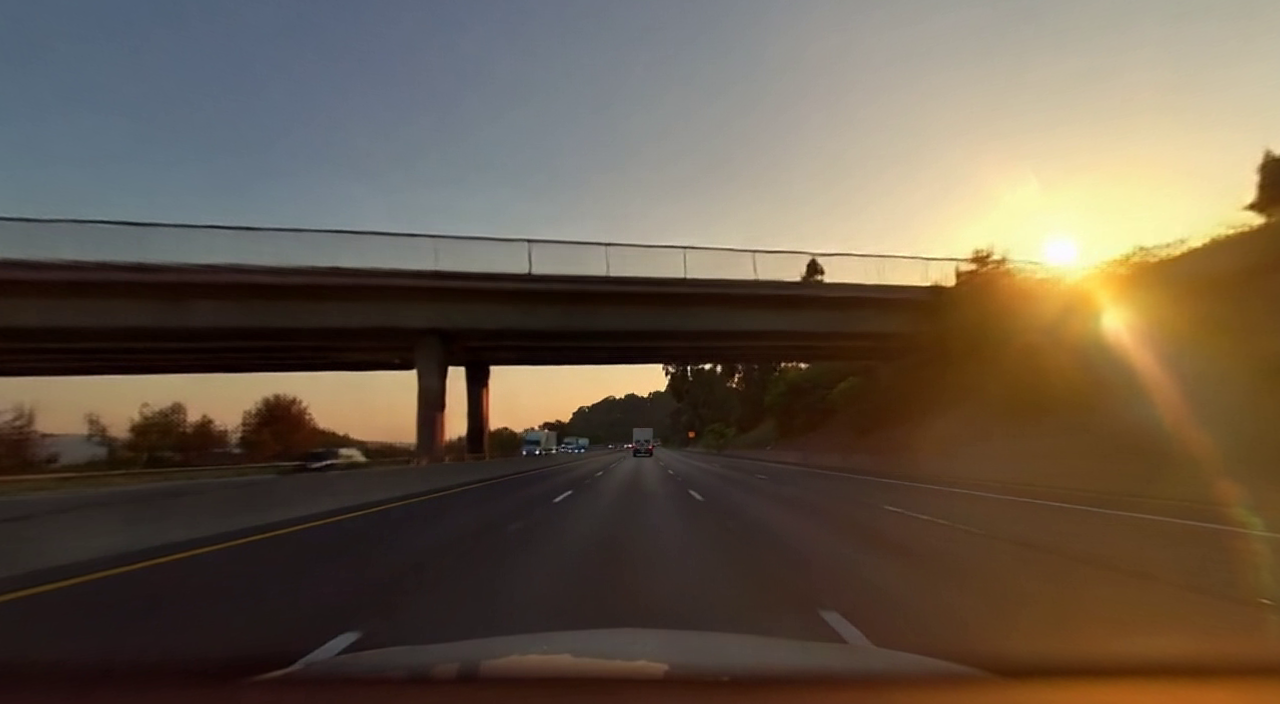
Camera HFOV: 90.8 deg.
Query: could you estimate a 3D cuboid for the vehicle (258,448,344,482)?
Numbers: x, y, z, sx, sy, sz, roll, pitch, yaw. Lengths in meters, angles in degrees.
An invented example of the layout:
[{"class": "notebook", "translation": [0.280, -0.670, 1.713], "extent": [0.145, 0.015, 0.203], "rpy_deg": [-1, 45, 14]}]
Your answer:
[{"class": "vehicle", "translation": [-18.851, 6.277, 35.392], "extent": [2.010, 1.771, 4.812], "rpy_deg": [-1, -9, 1]}]
